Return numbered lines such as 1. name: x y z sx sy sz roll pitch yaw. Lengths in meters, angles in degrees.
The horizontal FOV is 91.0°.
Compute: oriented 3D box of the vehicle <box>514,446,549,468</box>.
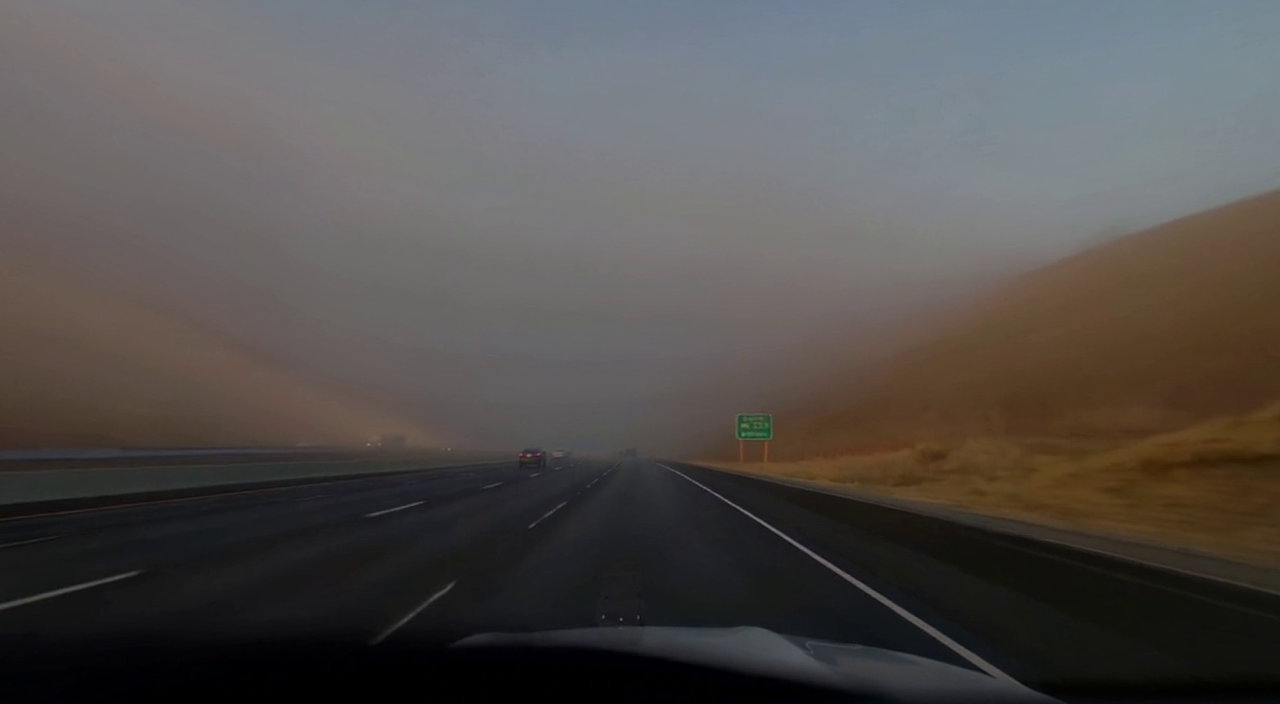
1. vehicle: -8.523 8.274 49.769 2.045 1.624 4.338 0 -9 -1
